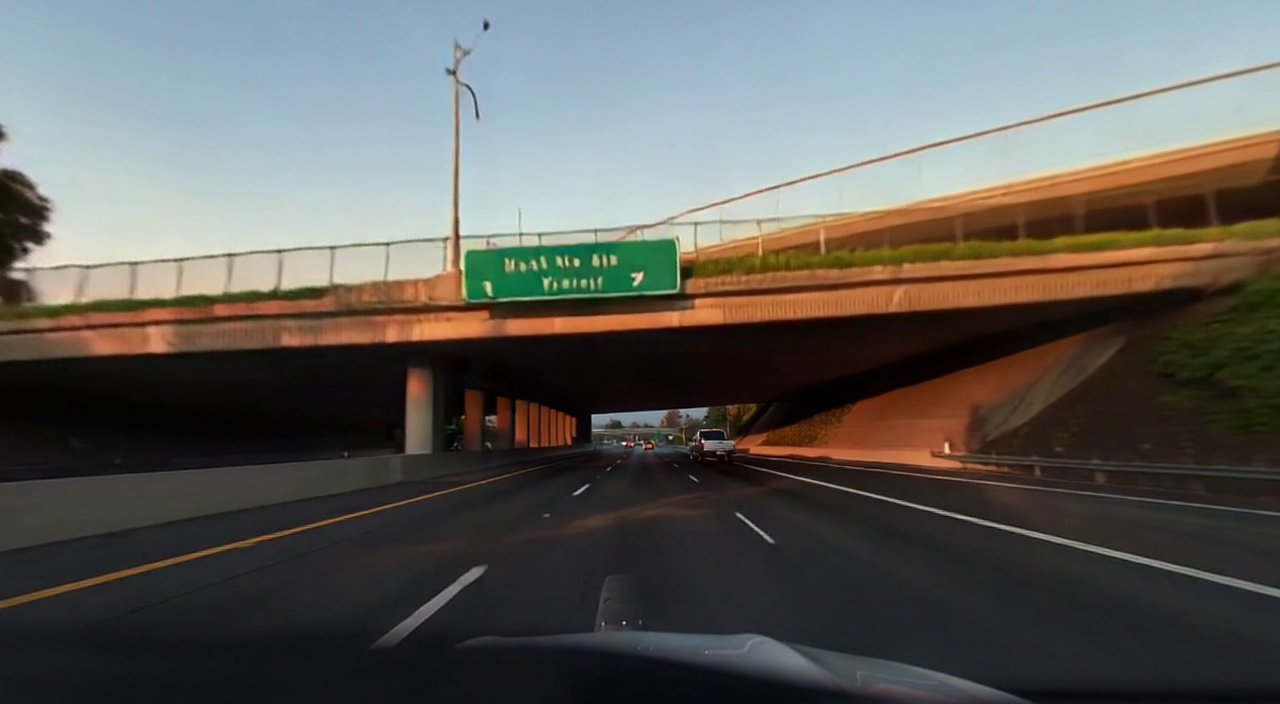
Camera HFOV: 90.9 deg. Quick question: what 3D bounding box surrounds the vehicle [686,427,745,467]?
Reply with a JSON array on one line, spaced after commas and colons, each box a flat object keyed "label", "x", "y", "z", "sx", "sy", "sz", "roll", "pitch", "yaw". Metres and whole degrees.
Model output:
[{"label": "vehicle", "x": 4.076, "y": 5.292, "z": 35.158, "sx": 2.505, "sy": 2.020, "sz": 5.532, "roll": 0, "pitch": -8, "yaw": 0}]
